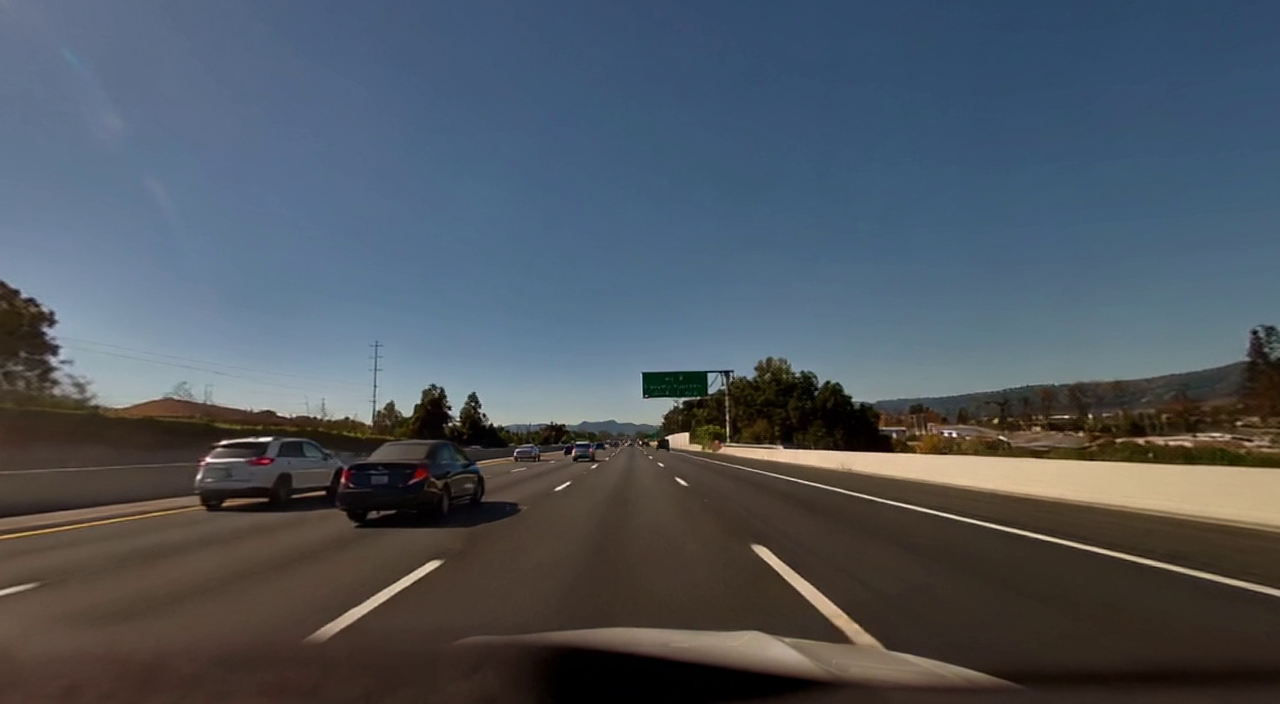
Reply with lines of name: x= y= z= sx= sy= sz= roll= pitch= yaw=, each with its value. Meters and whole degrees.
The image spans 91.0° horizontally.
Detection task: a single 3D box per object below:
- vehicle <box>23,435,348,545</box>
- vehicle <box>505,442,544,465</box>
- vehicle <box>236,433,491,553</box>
vehicle: x=-7.455 y=2.262 z=11.201 sx=2.264 sy=1.492 sz=4.747 roll=0 pitch=-8 yaw=0
vehicle: x=-8.180 y=7.168 z=44.853 sx=1.924 sy=1.519 sz=4.791 roll=0 pitch=-8 yaw=0
vehicle: x=-4.041 y=2.113 z=10.325 sx=2.044 sy=1.479 sz=4.745 roll=0 pitch=-8 yaw=0
